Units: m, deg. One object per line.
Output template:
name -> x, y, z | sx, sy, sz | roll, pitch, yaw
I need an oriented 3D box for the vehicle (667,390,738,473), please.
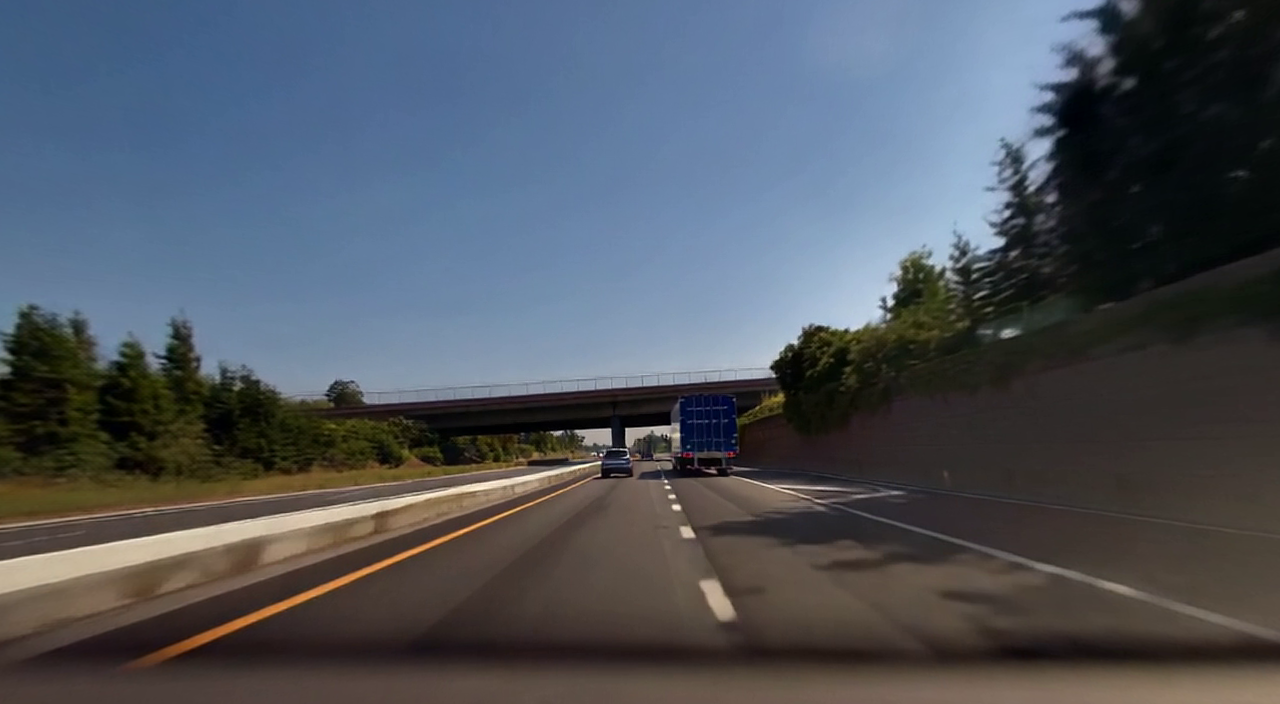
vehicle -> 3.527, 5.200, 39.475 | 3.167, 4.180, 14.924 | 1, -9, 1

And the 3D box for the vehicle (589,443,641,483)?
vehicle -> -1.102, 5.156, 29.385 | 2.160, 1.691, 4.243 | -1, -9, 1
